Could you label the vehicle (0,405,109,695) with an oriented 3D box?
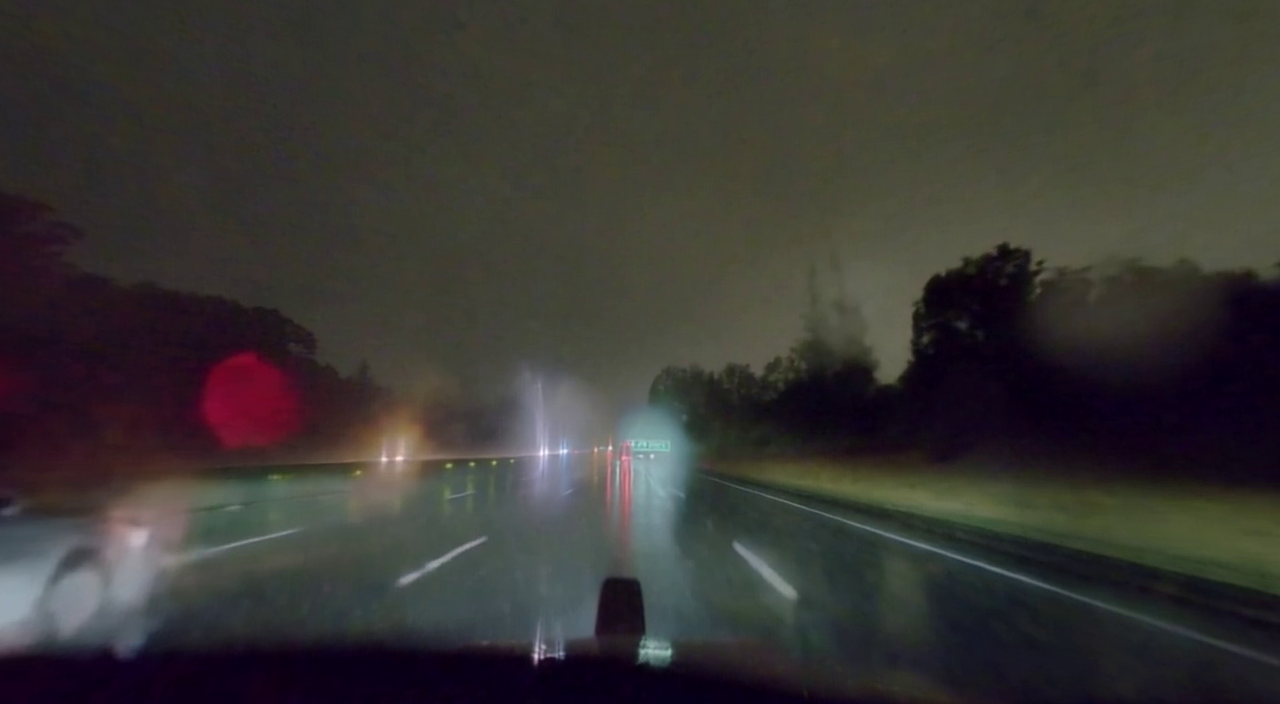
[{"bbox_3d":[-4.565,0.806,1.588,2.108,1.573,5.000,0,-9,0],"label":"vehicle"}]
